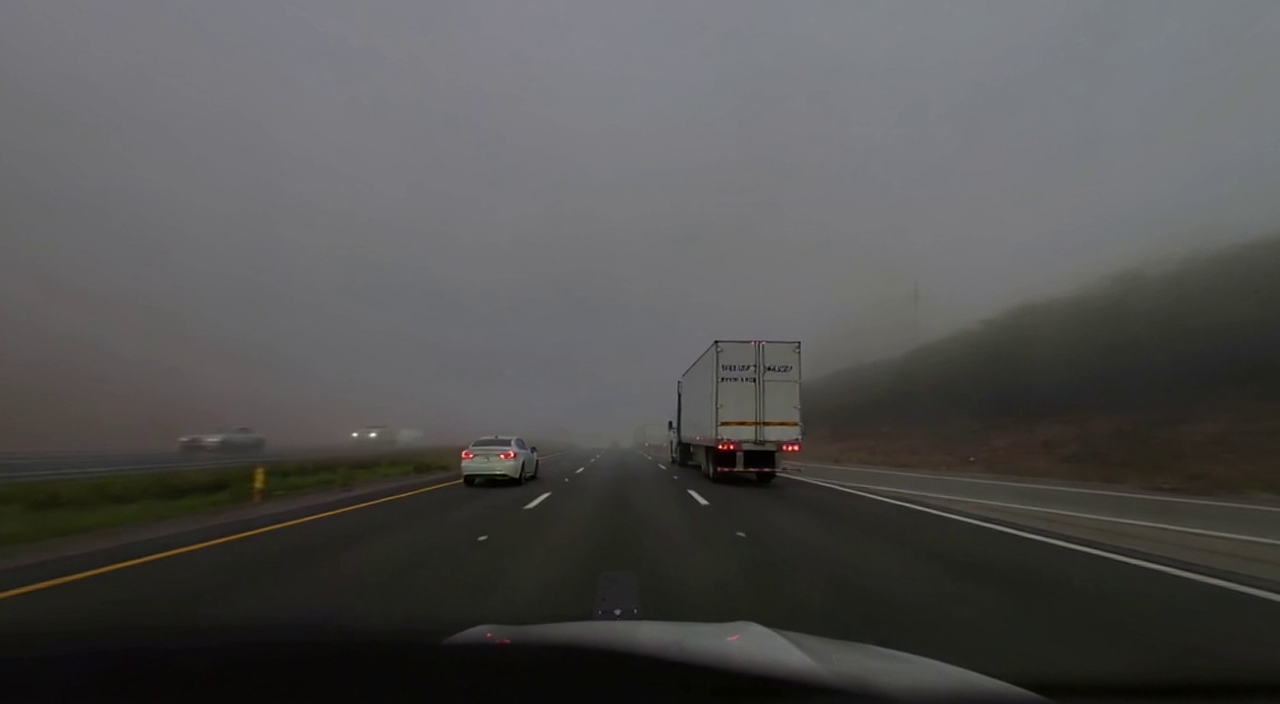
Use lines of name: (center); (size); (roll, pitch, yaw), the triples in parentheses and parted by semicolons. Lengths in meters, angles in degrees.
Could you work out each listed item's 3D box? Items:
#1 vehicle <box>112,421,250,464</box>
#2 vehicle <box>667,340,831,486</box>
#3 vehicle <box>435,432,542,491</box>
vehicle: (-16.588, 3.286, 23.082); (1.806, 1.429, 4.397); (0, -8, -1)
vehicle: (3.303, 2.598, 24.606); (3.241, 4.042, 14.292); (0, -8, -3)
vehicle: (-4.074, 2.994, 17.769); (1.971, 1.444, 4.401); (0, -8, -1)
